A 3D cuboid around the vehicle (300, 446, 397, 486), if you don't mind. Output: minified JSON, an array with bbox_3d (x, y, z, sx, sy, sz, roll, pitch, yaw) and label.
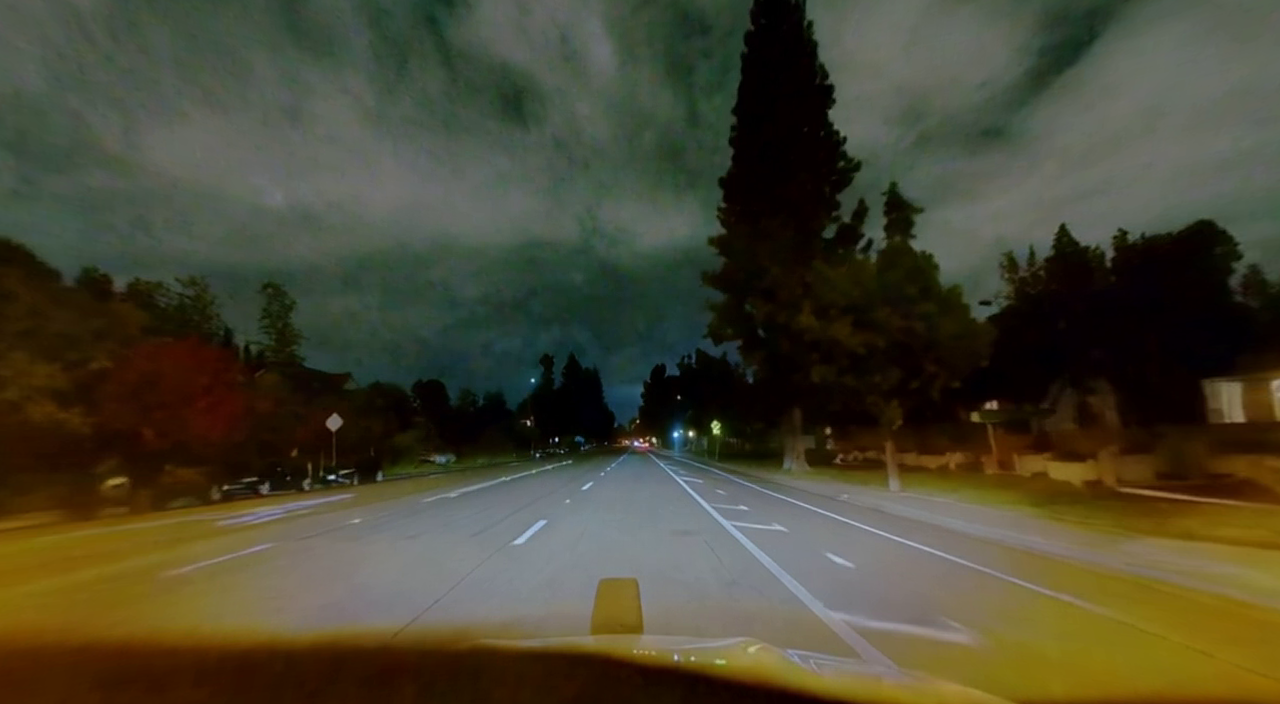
[{"bbox_3d":[-12.167,4.808,26.646,1.888,1.477,4.629,-1,-10,0],"label":"vehicle"}]

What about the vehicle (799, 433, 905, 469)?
[{"bbox_3d":[11.272,5.288,33.739,4.880,1.842,2.069,0,-9,-1],"label":"vehicle"}]

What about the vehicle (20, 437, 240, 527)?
[{"bbox_3d":[-12.096,3.092,15.408,1.932,1.673,4.314,-5,-9,-2],"label":"vehicle"}]
